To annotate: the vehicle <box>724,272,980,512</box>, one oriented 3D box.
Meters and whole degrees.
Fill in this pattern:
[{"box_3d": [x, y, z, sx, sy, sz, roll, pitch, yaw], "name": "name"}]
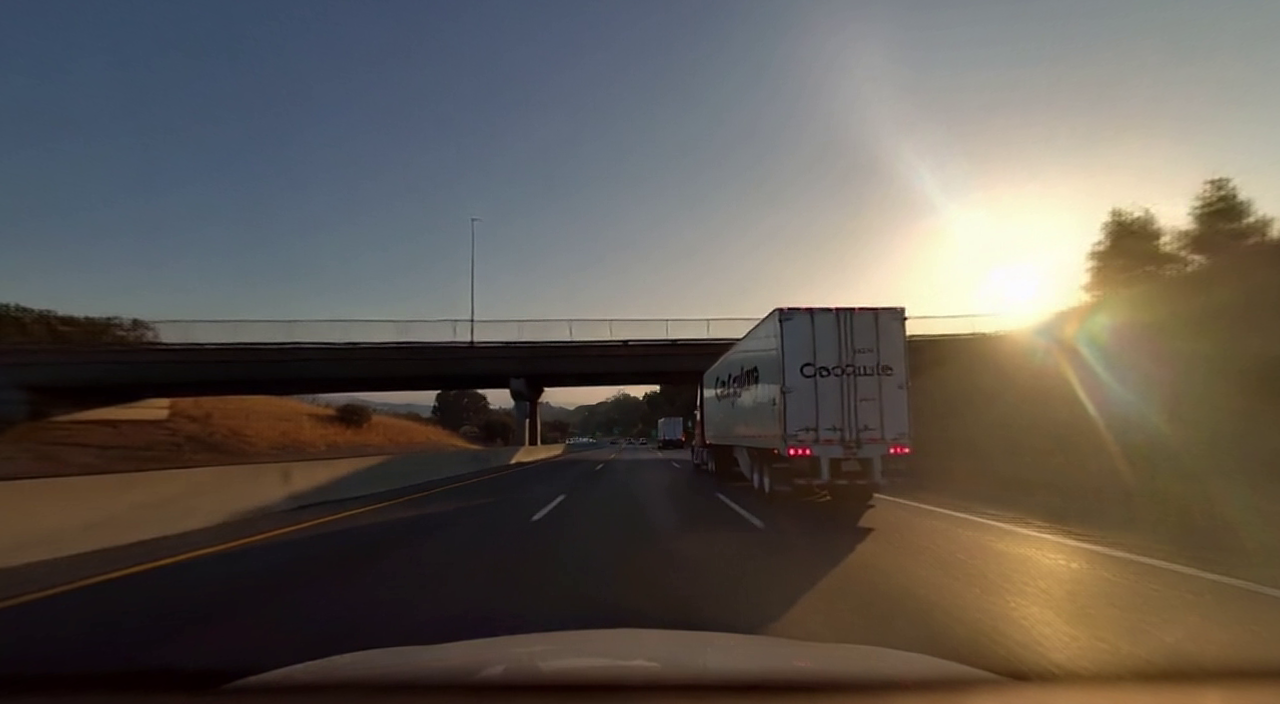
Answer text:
[{"box_3d": [4.042, 1.239, 14.788, 2.840, 3.947, 8.920, 0, -8, 0], "name": "vehicle"}]
